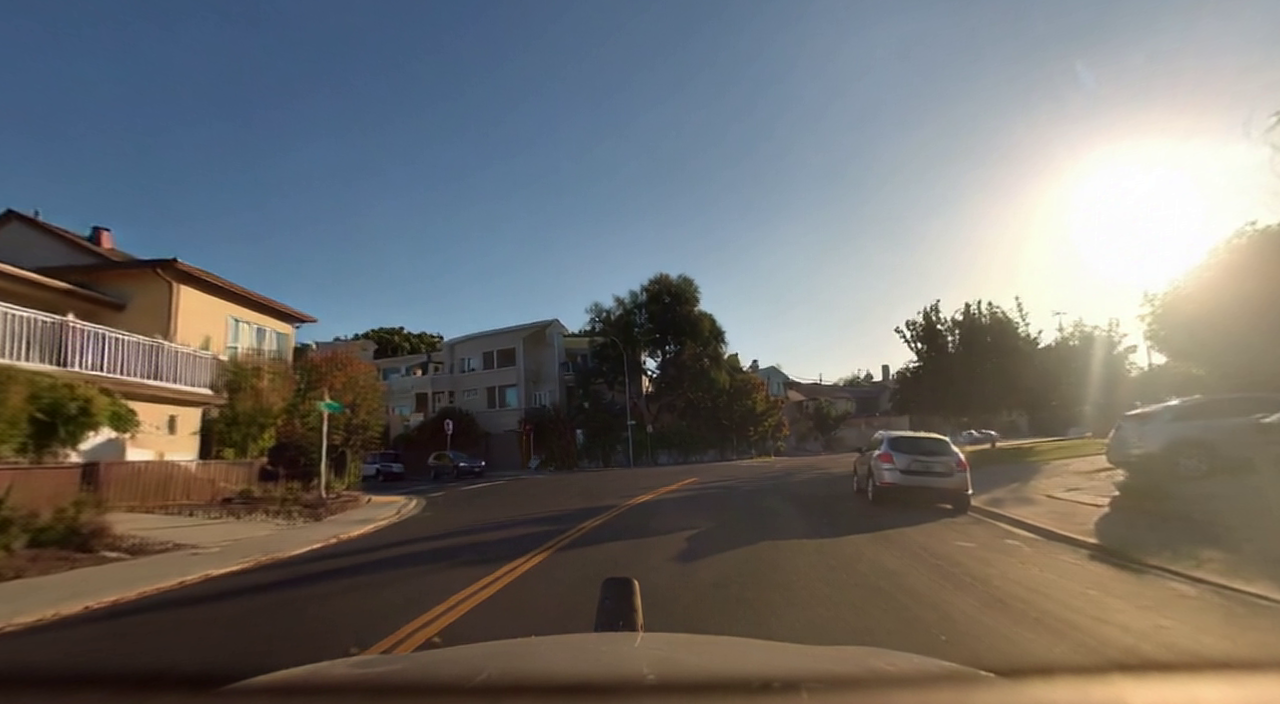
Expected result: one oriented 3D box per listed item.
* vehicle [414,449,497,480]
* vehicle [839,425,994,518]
[{"bbox_3d":[-10.501,6.371,36.003,4.270,1.683,1.984,-4,-10,26],"label":"vehicle"},{"bbox_3d":[5.905,2.577,14.148,2.105,1.705,4.392,-1,-9,10],"label":"vehicle"}]
